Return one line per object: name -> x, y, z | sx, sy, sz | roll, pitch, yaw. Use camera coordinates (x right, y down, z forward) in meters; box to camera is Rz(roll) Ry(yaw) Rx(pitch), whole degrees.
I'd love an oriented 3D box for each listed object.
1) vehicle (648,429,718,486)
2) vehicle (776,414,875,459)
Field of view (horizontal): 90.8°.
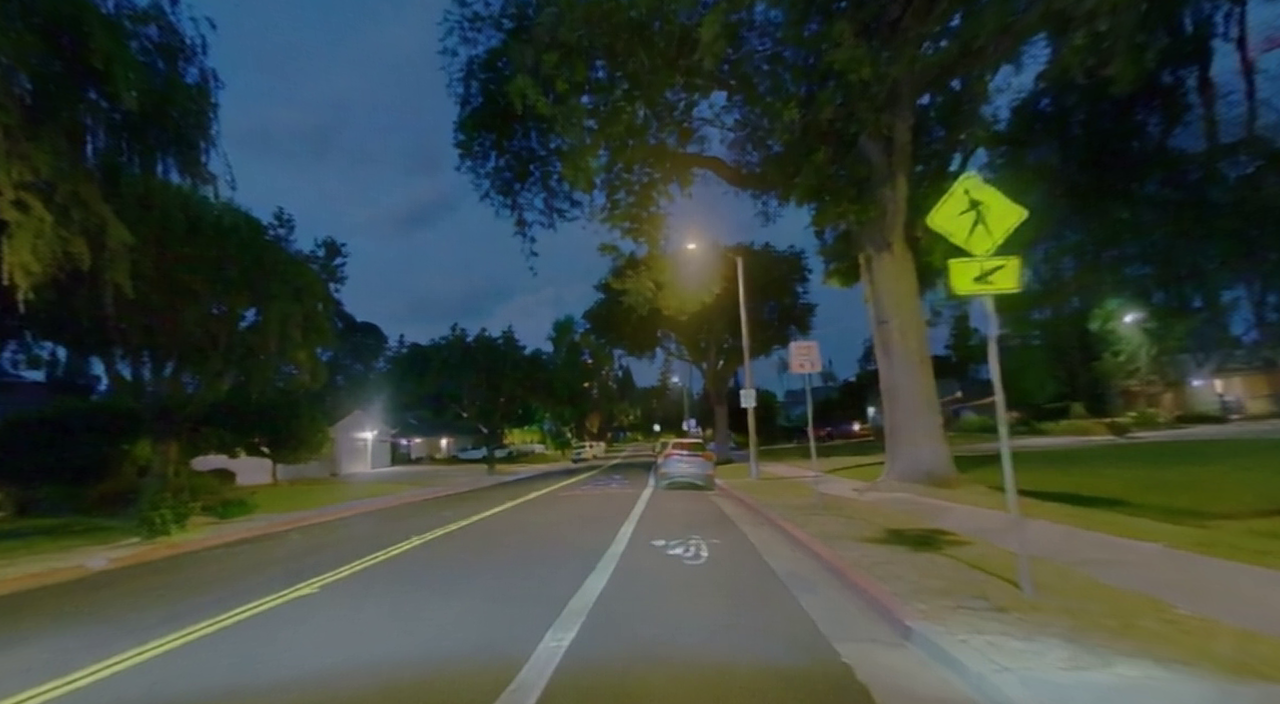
vehicle -> 1.445, 3.682, 22.294 | 2.204, 1.776, 4.262 | -1, -8, 2
vehicle -> 9.071, 4.126, 30.898 | 4.390, 1.696, 1.954 | -2, -7, -29
